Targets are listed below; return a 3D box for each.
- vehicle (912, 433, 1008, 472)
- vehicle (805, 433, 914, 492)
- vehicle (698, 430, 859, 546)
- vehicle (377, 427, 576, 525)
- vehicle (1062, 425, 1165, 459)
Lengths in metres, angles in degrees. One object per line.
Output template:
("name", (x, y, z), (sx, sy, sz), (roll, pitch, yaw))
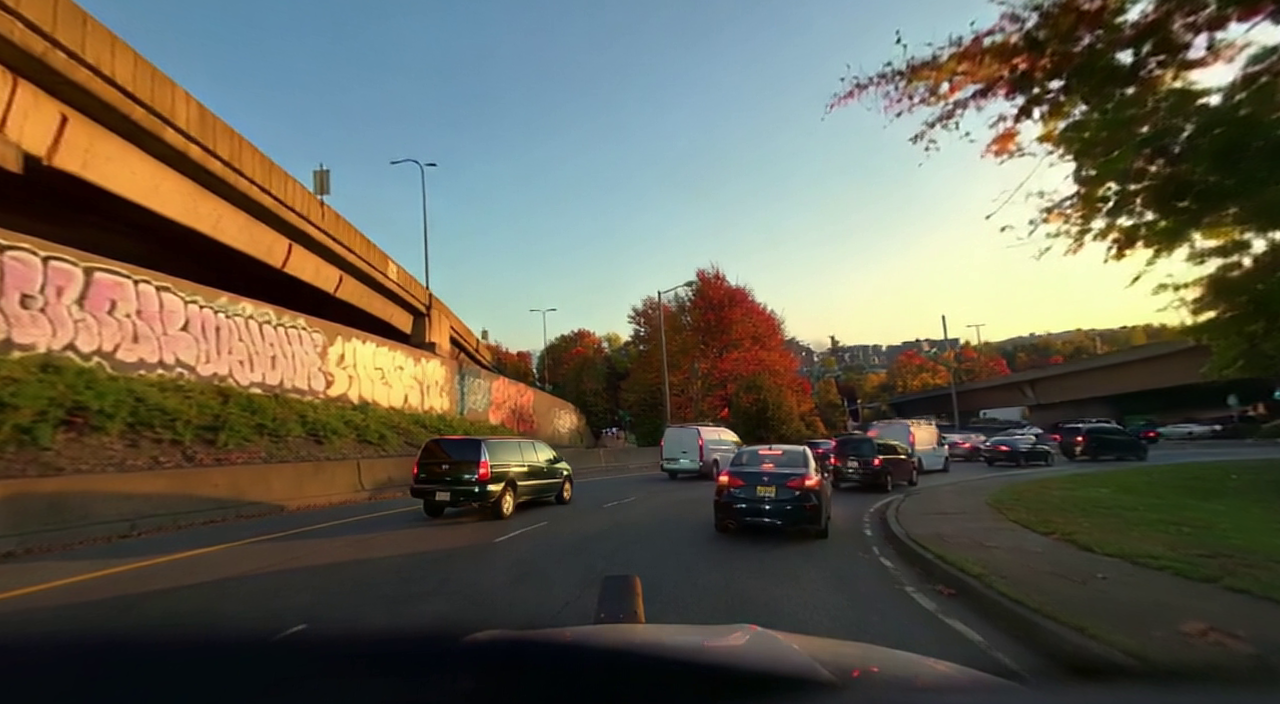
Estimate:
("vehicle", (12.950, 4.054, 25.299), (3.902, 1.446, 1.780), (6, -11, -36))
("vehicle", (6.603, 3.219, 18.564), (1.830, 1.519, 4.253), (-7, -11, 35))
("vehicle", (2.481, 2.140, 10.474), (2.064, 1.515, 3.722), (-4, -10, 20))
("vehicle", (-2.933, 2.337, 12.329), (1.921, 1.554, 4.081), (-3, -9, 16))
("vehicle", (21.602, 4.132, 28.598), (3.934, 1.485, 1.763), (4, -10, -20))
